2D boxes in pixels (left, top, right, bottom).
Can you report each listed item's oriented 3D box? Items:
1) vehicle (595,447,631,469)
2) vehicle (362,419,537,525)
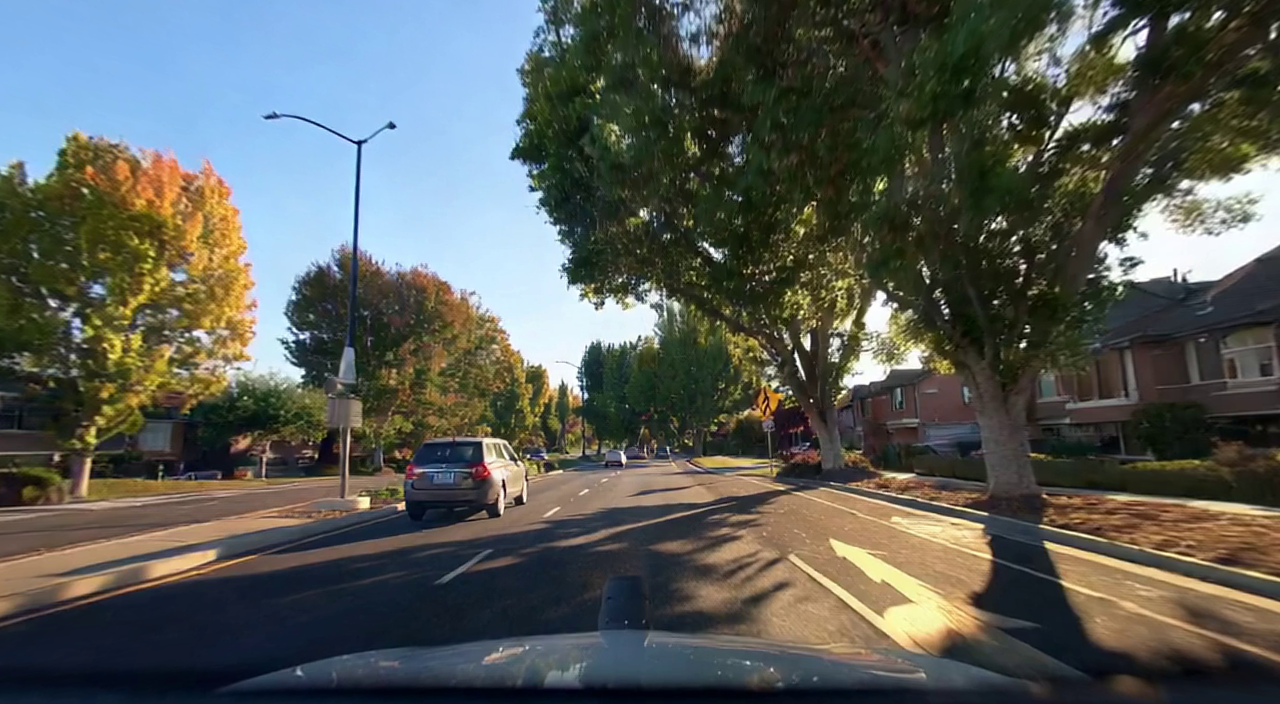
[{"bbox_3d":[-1.857,7.539,45.125,2.119,1.494,4.624,0,-8,3],"label":"vehicle"},{"bbox_3d":[-3.572,2.339,12.821,2.073,1.770,4.302,0,-8,2],"label":"vehicle"}]
